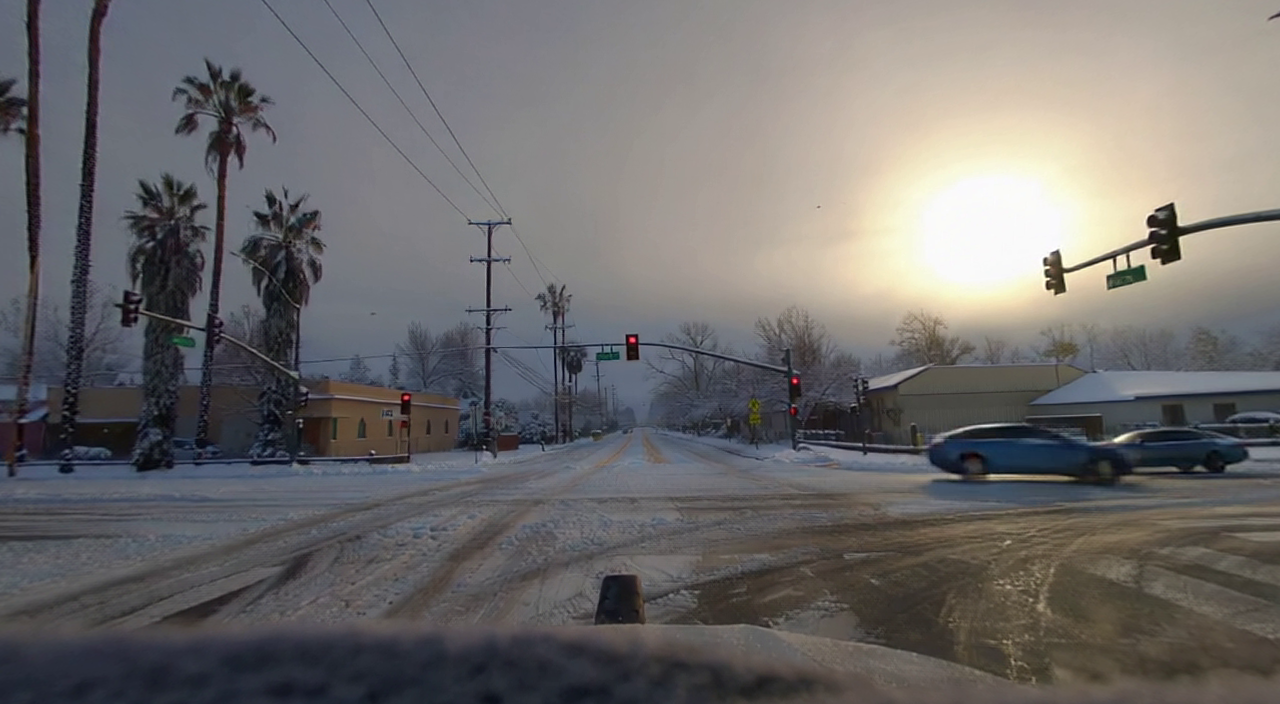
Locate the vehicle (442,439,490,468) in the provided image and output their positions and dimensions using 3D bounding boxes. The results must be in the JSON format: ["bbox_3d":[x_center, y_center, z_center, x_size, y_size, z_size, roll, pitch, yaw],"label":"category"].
[{"bbox_3d":[-11.989,6.989,43.787,2.016,1.717,4.287,0,-6,1],"label":"vehicle"}]

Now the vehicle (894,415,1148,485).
[{"bbox_3d":[9.406,2.468,15.963,5.094,1.490,2.223,-6,-10,34],"label":"vehicle"}]

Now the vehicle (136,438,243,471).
[{"bbox_3d":[-25.930,5.922,36.448,4.613,1.820,2.021,-1,-9,3],"label":"vehicle"}]

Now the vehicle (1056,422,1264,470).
[{"bbox_3d":[16.941,3.093,20.846,4.918,1.479,1.897,-1,-9,8],"label":"vehicle"}]

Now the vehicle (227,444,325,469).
[{"bbox_3d":[-22.330,6.425,38.843,4.849,1.444,1.881,0,-8,1],"label":"vehicle"}]
